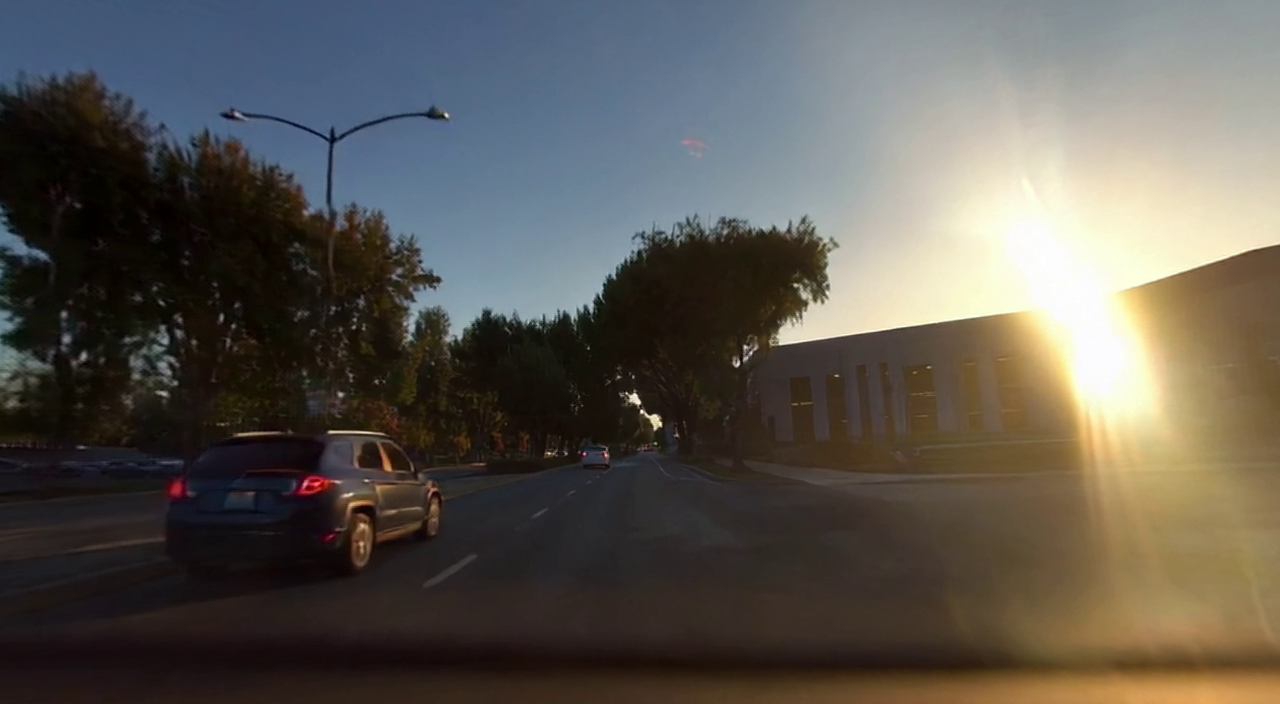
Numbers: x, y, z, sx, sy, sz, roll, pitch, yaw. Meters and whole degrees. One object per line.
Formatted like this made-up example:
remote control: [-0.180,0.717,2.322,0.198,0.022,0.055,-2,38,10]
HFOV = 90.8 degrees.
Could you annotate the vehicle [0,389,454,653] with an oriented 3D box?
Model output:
vehicle: [-3.776,1.448,6.531,2.202,1.685,4.772,0,-9,1]

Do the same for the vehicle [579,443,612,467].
vehicle: [-3.415,8.023,49.398,2.179,1.771,4.267,0,-9,1]
